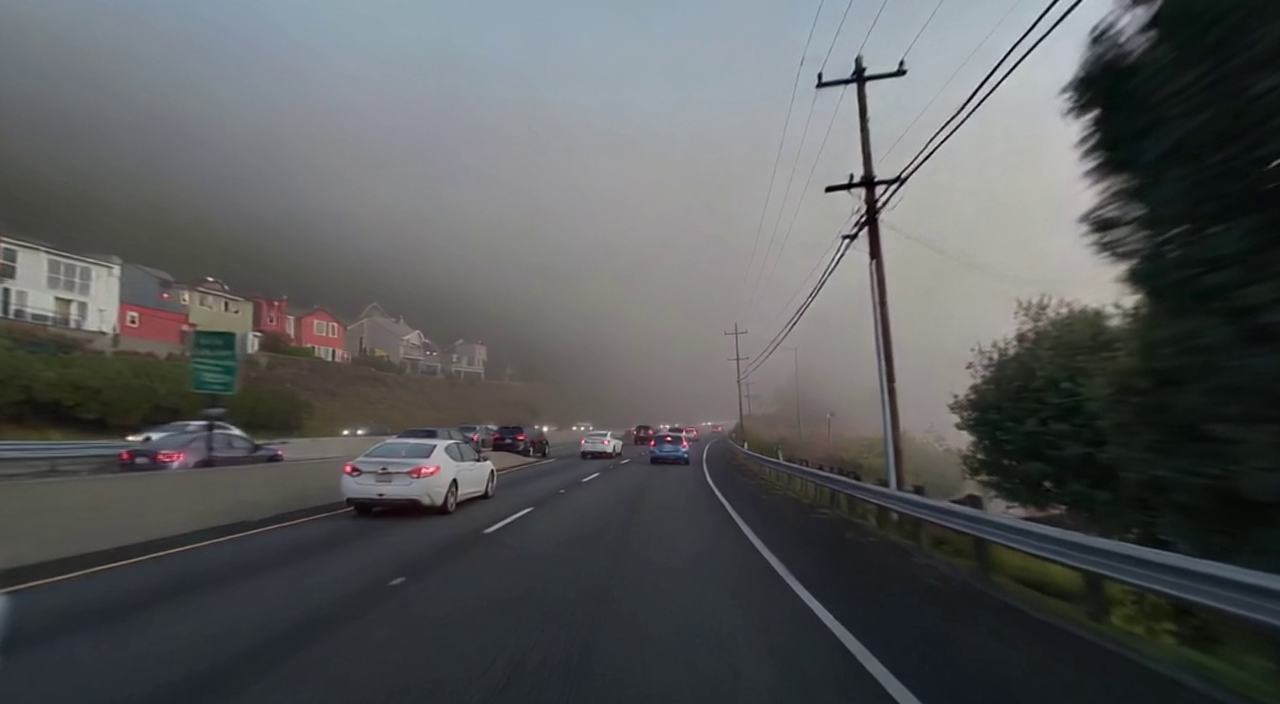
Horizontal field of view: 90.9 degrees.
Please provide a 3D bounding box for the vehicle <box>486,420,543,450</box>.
[{"bbox_3d":[-8.300,5.565,42.002,2.080,1.833,4.461,-2,-9,12],"label":"vehicle"}]

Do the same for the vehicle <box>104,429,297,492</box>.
[{"bbox_3d":[-12.748,3.175,18.775,1.986,1.622,4.548,-2,-8,10],"label":"vehicle"}]

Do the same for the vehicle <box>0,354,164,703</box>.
[{"bbox_3d":[-4.134,0.721,1.794,2.079,1.763,4.295,0,-8,2],"label":"vehicle"}]

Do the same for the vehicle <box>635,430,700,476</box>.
[{"bbox_3d":[1.020,3.585,22.615,2.109,1.495,3.935,-1,-8,4],"label":"vehicle"}]

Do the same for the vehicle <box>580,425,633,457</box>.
[{"bbox_3d":[-1.786,4.958,34.917,2.121,1.639,4.383,-1,-8,8],"label":"vehicle"}]

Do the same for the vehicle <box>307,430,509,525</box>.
[{"bbox_3d":[-4.180,2.337,12.425,1.956,1.478,4.789,-1,-8,3],"label":"vehicle"}]
